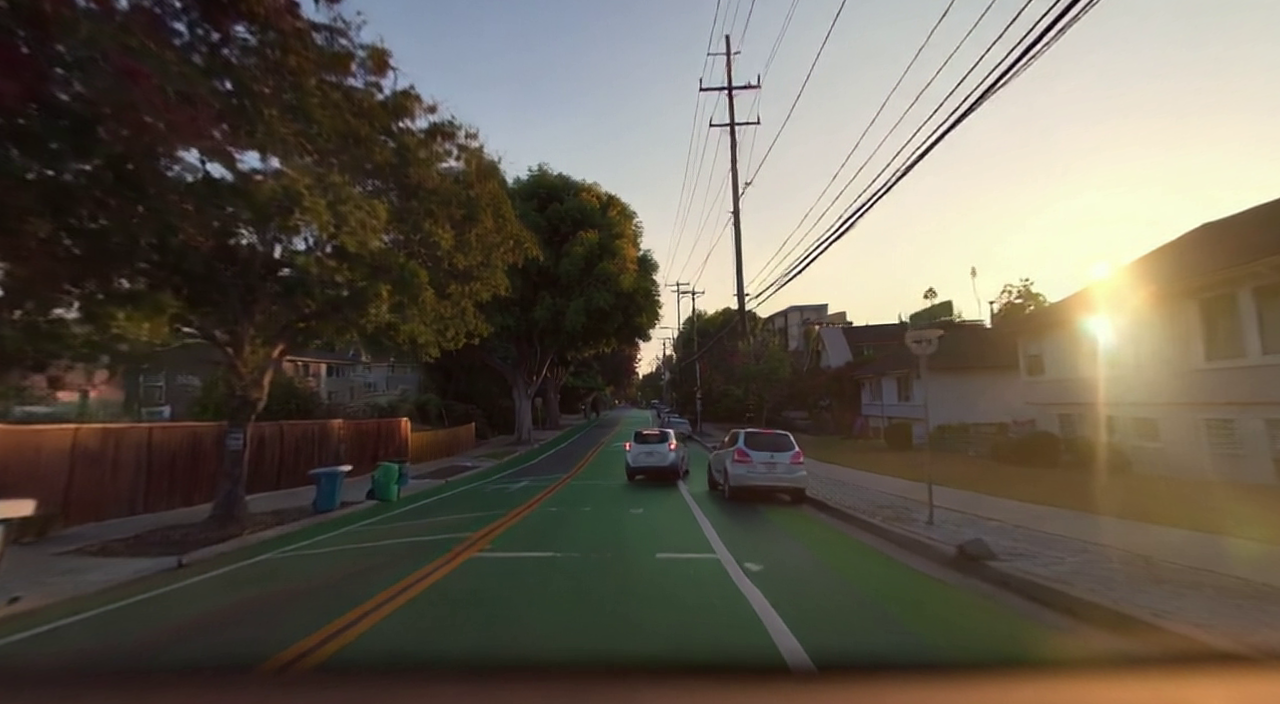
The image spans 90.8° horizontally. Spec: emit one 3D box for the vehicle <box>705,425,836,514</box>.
[{"bbox_3d":[2.790,2.595,14.643,1.909,1.694,4.472,0,-8,-2],"label":"vehicle"}]

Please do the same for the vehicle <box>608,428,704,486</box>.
[{"bbox_3d":[0.638,3.113,19.244,2.235,1.500,4.496,0,-7,10],"label":"vehicle"}]
